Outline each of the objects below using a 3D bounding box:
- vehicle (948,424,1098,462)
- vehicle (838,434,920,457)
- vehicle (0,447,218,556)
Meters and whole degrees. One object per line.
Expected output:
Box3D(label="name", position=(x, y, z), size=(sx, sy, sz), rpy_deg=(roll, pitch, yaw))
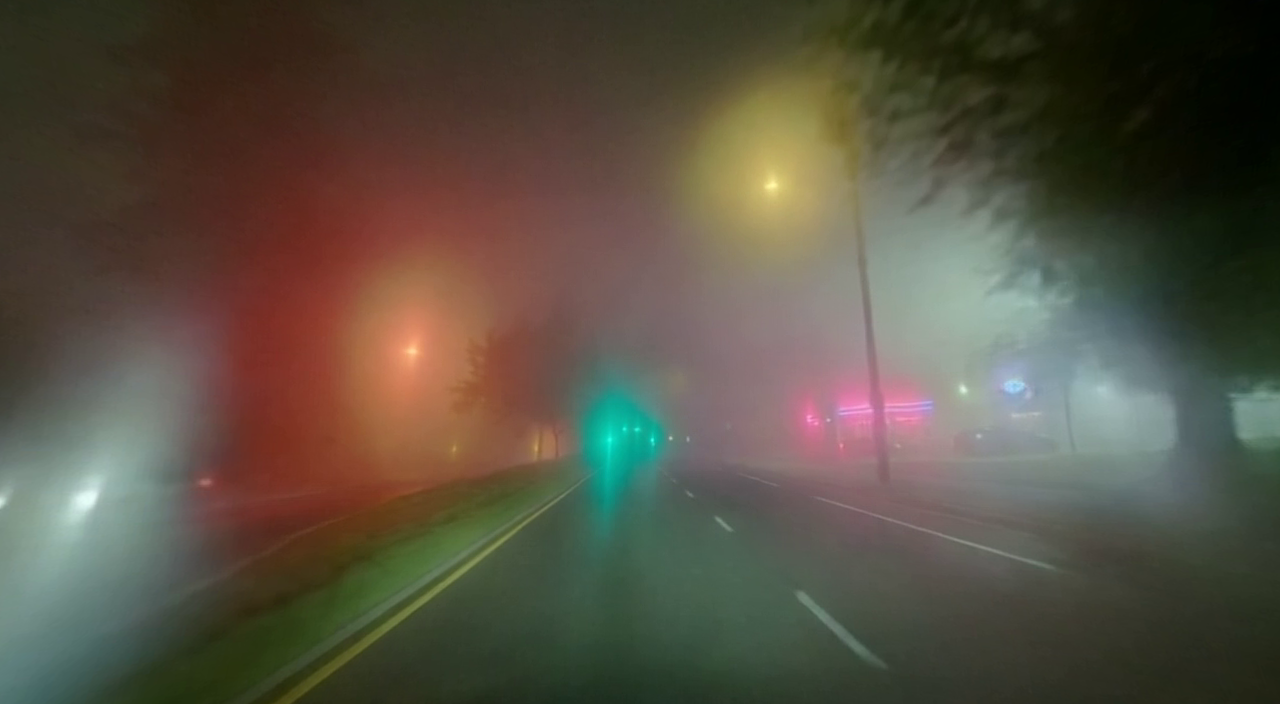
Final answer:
Box3D(label="vehicle", position=(16.482, 3.963, 27.298), size=(5.124, 1.541, 2.070), rpy_deg=(0, -9, -1))
Box3D(label="vehicle", position=(16.175, 6.338, 42.804), size=(4.701, 1.500, 2.050), rpy_deg=(0, -8, 0))
Box3D(label="vehicle", position=(-10.856, 2.801, 12.391), size=(2.031, 1.674, 4.573), rpy_deg=(-4, -8, -1))
